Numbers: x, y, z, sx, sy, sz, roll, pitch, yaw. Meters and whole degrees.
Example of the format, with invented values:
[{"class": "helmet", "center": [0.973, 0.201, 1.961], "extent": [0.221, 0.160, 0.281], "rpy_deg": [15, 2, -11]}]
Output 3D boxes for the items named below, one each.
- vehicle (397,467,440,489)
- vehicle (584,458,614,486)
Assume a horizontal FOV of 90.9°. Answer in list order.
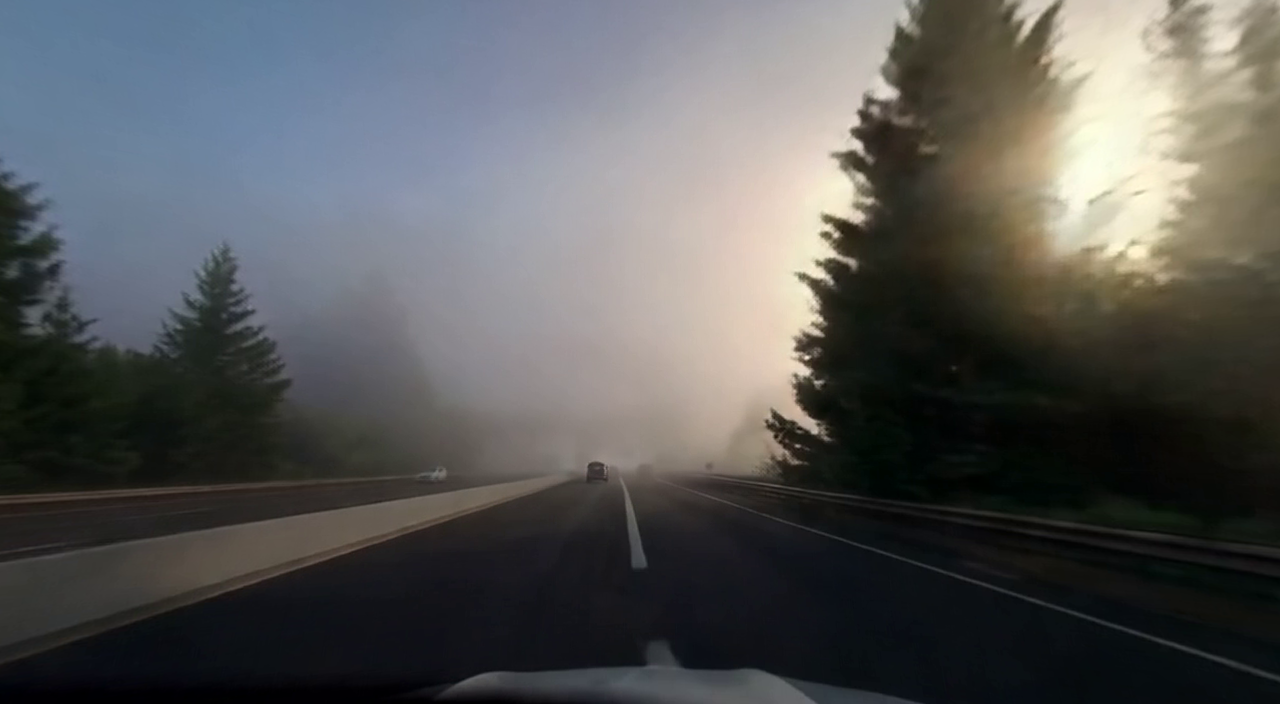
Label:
[{"class": "vehicle", "center": [-15.722, 8.937, 44.882], "extent": [1.708, 1.455, 4.012], "rpy_deg": [1, -11, -2]}, {"class": "vehicle", "center": [-3.110, 9.191, 48.311], "extent": [2.162, 1.973, 4.341], "rpy_deg": [1, -11, -3]}]
